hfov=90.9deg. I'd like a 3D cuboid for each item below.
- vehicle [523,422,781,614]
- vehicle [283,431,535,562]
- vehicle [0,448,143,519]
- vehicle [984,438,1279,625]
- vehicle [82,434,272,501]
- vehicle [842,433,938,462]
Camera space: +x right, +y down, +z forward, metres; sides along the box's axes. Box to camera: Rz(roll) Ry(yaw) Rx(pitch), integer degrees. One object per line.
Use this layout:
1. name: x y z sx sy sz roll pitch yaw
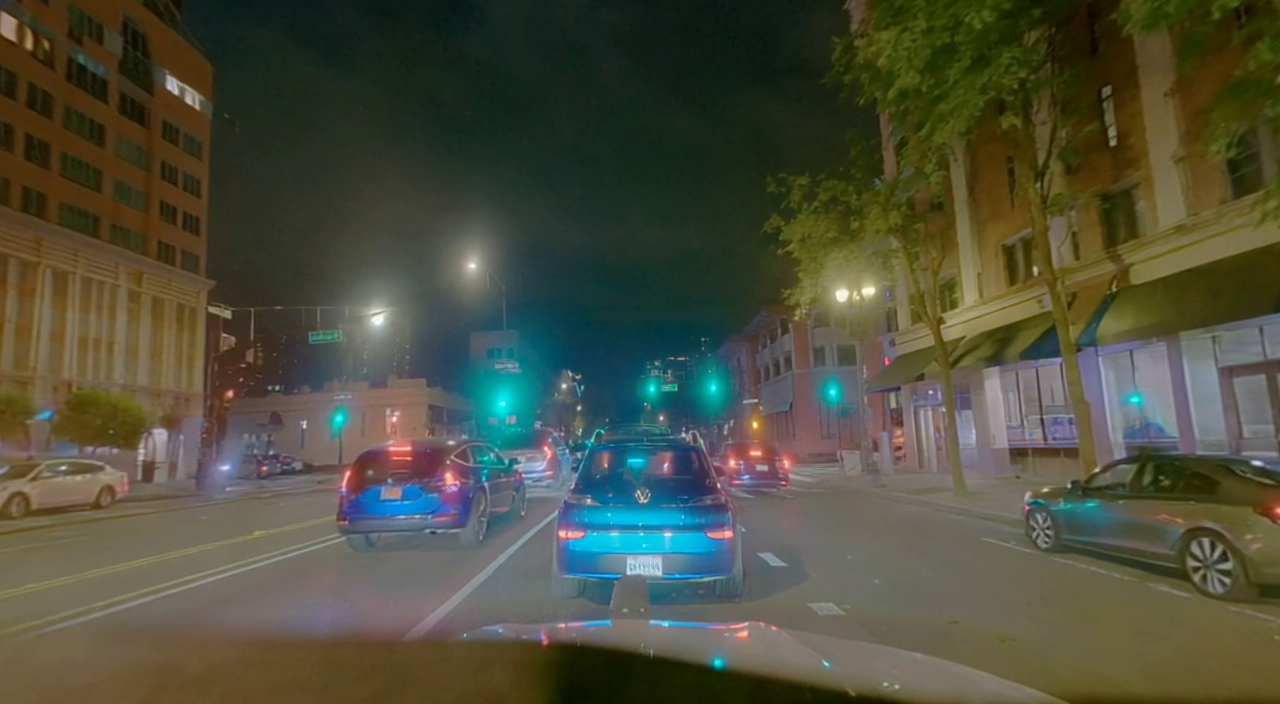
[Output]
1. vehicle: 0.089 1.578 6.811 2.022 1.481 3.564 0 -9 0
2. vehicle: -3.005 1.979 9.361 2.131 1.486 4.089 0 -9 1
3. vehicle: -16.237 3.440 17.004 1.914 1.690 4.461 0 -9 1
4. vehicle: 5.979 1.697 6.863 1.873 1.453 4.579 0 -9 0
5. vehicle: -16.161 4.052 22.661 2.195 2.053 5.980 0 -9 1
6. vehicle: 16.384 6.266 41.507 5.345 1.811 2.175 0 -9 -1
